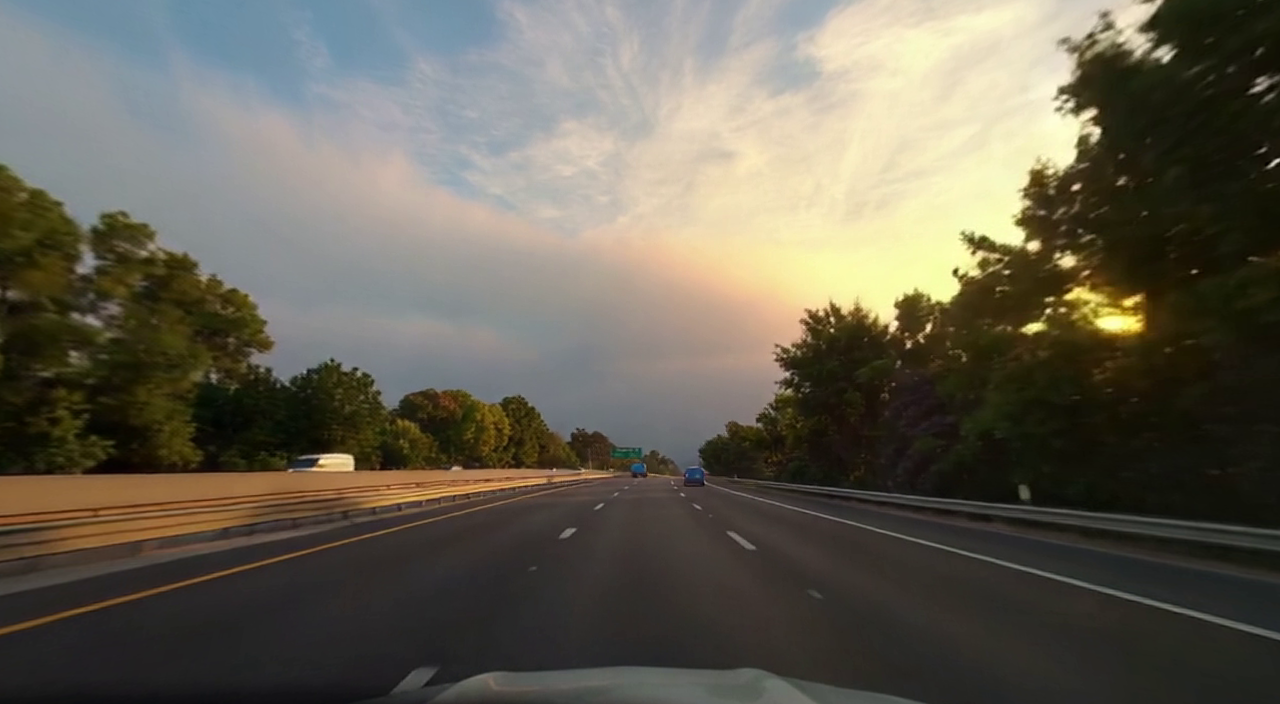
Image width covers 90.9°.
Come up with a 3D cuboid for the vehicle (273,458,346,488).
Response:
[{"bbox_3d":[-20.557,7.574,39.413,2.184,1.702,4.283,1,-11,1],"label":"vehicle"}]
